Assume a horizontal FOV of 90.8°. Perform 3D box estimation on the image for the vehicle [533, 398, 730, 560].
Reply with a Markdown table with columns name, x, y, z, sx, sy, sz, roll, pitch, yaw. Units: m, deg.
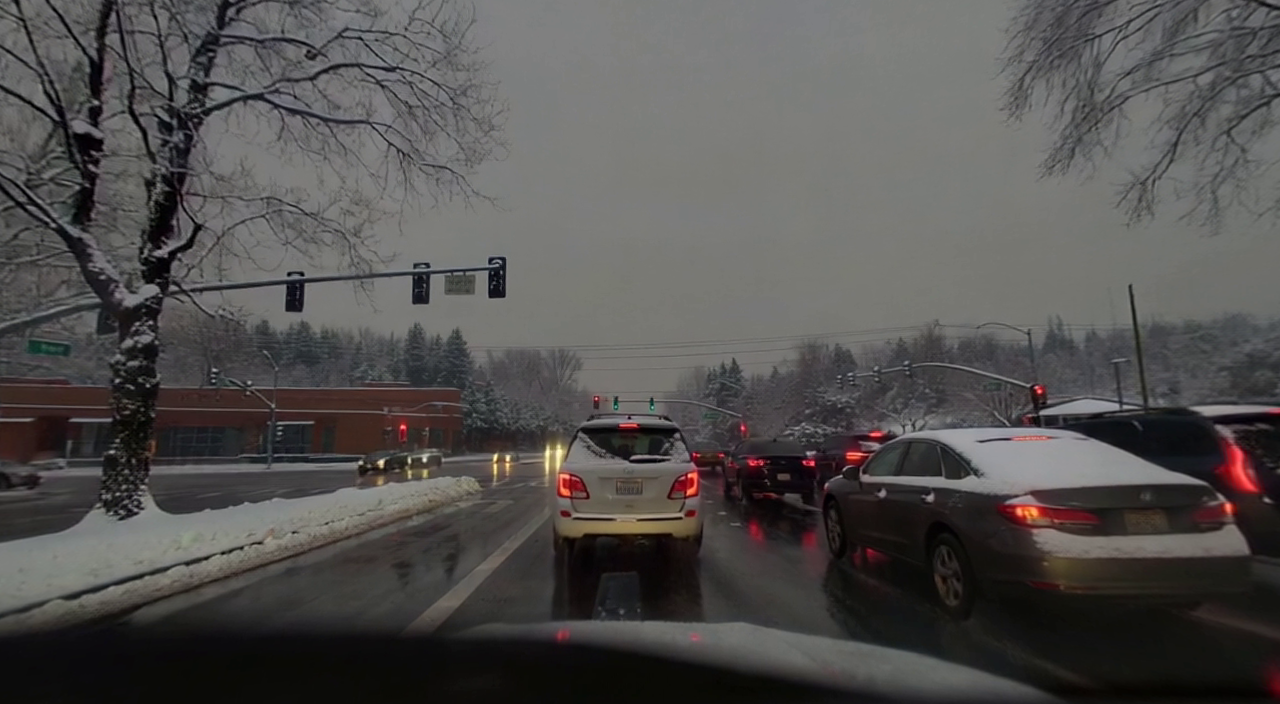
| name | x | y | z | sx | sy | sz | roll | pitch | yaw |
| --- | --- | --- | --- | --- | --- | --- | --- | --- | --- |
| vehicle | -0.153 | 1.769 | 9.428 | 2.236 | 1.827 | 4.316 | 0 | -9 | -2 |

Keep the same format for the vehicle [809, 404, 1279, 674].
| name | x | y | z | sx | sy | sz | roll | pitch | yaw |
| --- | --- | --- | --- | --- | --- | --- | --- | --- | --- |
| vehicle | 3.374 | 1.450 | 6.151 | 2.034 | 1.558 | 4.774 | 0 | -9 | -1 |

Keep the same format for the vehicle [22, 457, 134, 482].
| name | x | y | z | sx | sy | sz | roll | pitch | yaw |
| --- | --- | --- | --- | --- | --- | --- | --- | --- | --- |
| vehicle | -35.102 | 7.364 | 39.605 | 4.845 | 1.442 | 1.880 | 2 | -9 | -13 |

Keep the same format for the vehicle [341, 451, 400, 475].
| name | x | y | z | sx | sy | sz | roll | pitch | yaw |
| --- | --- | --- | --- | --- | --- | --- | --- | --- | --- |
| vehicle | -17.483 | 7.199 | 41.204 | 1.836 | 1.468 | 4.449 | 0 | -9 | 0 |

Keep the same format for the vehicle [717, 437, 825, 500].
| name | x | y | z | sx | sy | sz | roll | pitch | yaw |
| --- | --- | --- | --- | --- | --- | --- | --- | --- | --- |
| vehicle | 3.505 | 3.195 | 17.742 | 2.004 | 1.523 | 4.263 | 0 | -9 | -2 |
